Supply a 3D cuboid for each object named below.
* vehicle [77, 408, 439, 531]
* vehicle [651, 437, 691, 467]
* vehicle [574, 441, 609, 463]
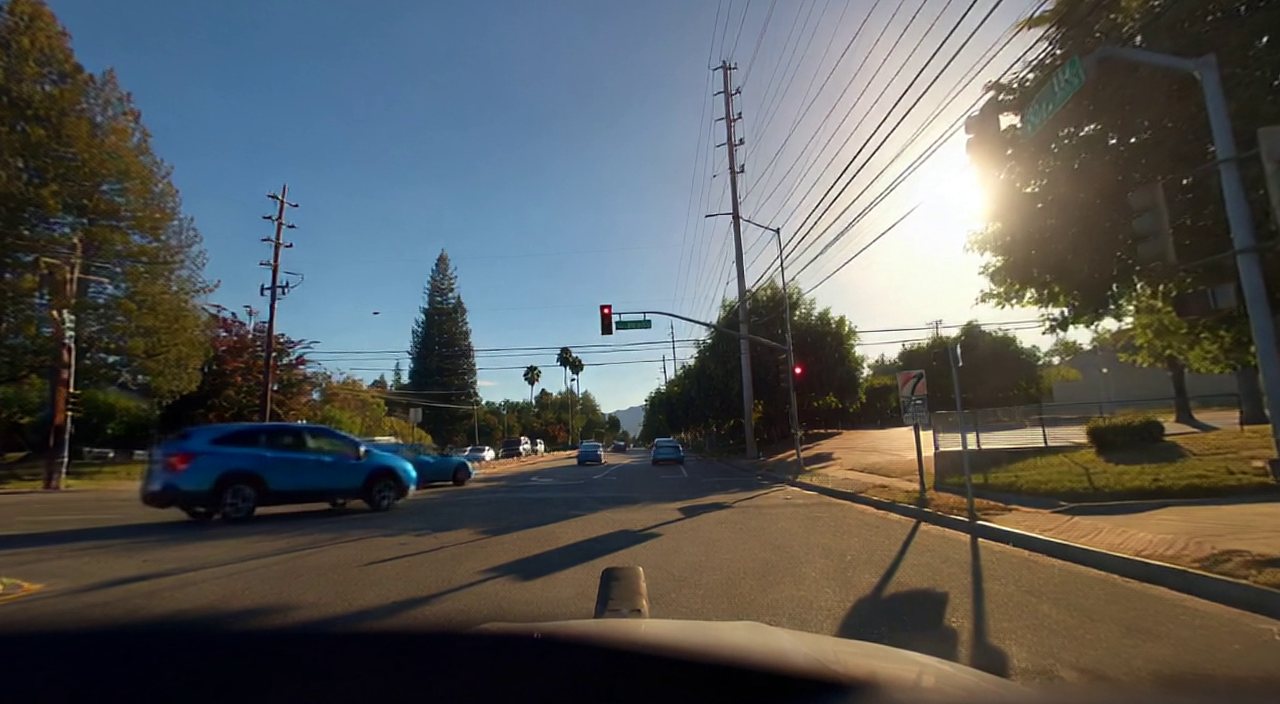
[{"bbox_3d":[-7.496,2.310,12.973,5.930,1.986,2.137,7,-11,-39],"label":"vehicle"},{"bbox_3d":[1.761,5.875,37.100,2.051,1.666,4.607,0,-8,-1],"label":"vehicle"},{"bbox_3d":[-3.490,7.254,45.661,1.904,1.482,4.603,-1,-8,4],"label":"vehicle"}]
